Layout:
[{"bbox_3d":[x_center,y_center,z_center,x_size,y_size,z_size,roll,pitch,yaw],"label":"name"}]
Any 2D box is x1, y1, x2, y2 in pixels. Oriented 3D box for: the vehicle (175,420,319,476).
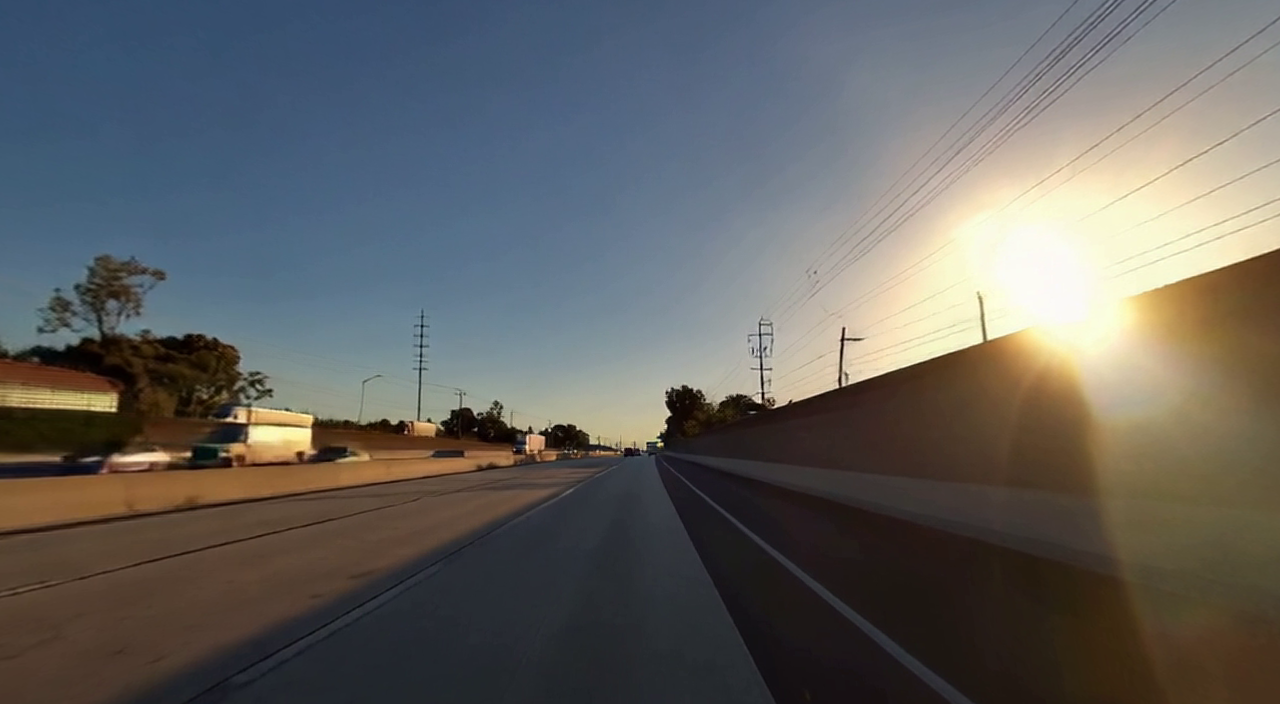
[{"bbox_3d":[-22.631,5.638,37.066,2.866,2.908,8.457,0,-9,1],"label":"vehicle"}]
